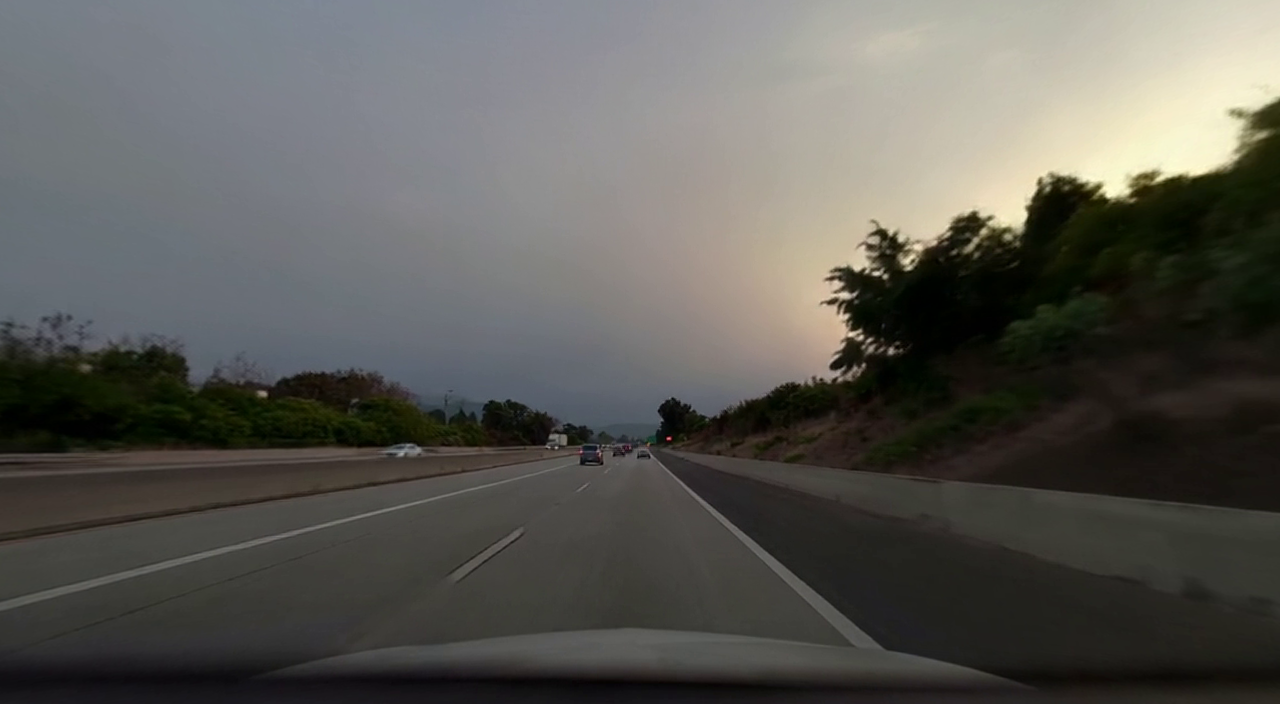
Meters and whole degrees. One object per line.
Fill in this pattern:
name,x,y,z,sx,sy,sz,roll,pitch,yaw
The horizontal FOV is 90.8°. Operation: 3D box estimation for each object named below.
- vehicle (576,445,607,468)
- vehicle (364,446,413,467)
vehicle,-3.497,7.582,45.819,1.921,1.536,3.920,0,-9,0
vehicle,-18.832,7.817,47.438,1.823,1.458,4.400,0,-9,1
